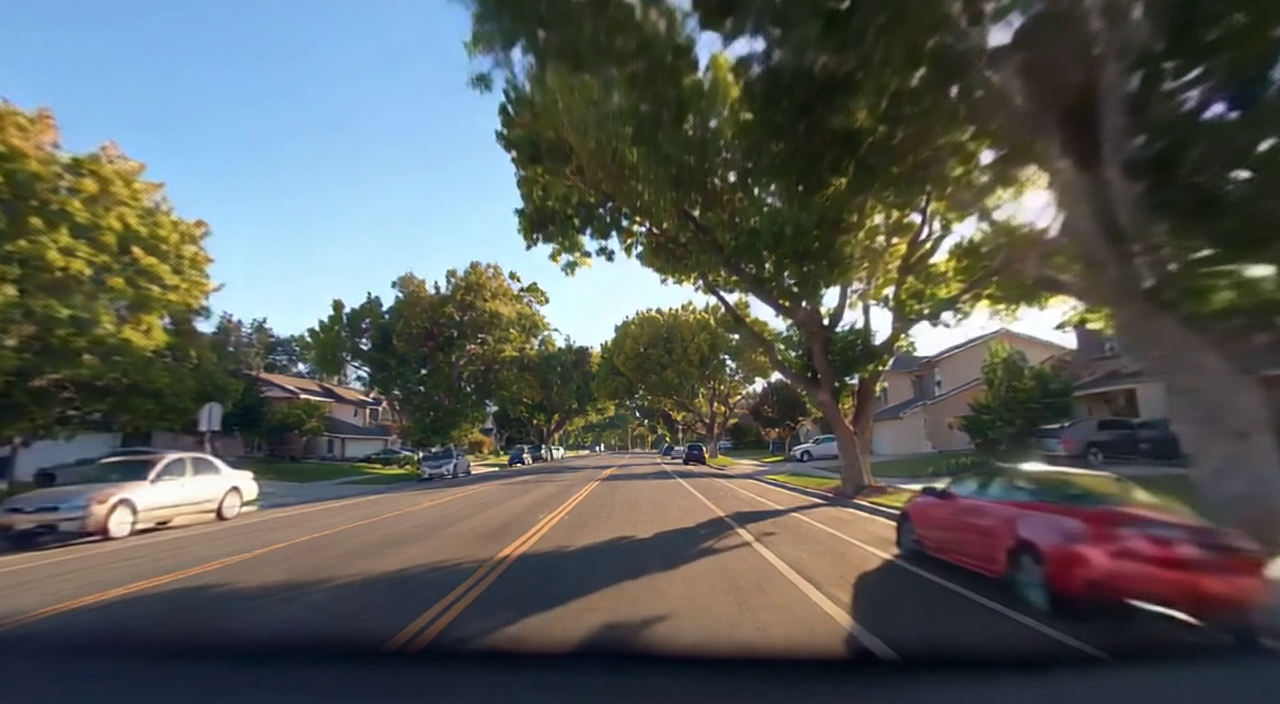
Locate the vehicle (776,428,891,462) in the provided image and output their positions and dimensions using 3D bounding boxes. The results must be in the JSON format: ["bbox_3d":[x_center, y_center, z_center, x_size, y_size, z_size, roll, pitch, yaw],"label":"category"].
[{"bbox_3d":[12.474,6.055,41.067,6.619,1.884,2.225,-2,-8,0],"label":"vehicle"}]

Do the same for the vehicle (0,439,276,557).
[{"bbox_3d":[-10.723,2.926,13.718,2.338,1.871,5.795,-4,-8,-1],"label":"vehicle"}]

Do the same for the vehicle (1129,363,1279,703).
[{"bbox_3d":[4.190,0.744,1.431,2.254,1.812,4.817,0,-8,0],"label":"vehicle"}]

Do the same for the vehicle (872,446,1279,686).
[{"bbox_3d":[4.216,1.651,6.278,1.905,1.403,4.849,0,-8,-1],"label":"vehicle"}]

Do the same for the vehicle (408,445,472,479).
[{"bbox_3d":[-10.908,6.066,34.790,2.082,1.661,4.403,-2,-10,0],"label":"vehicle"}]
